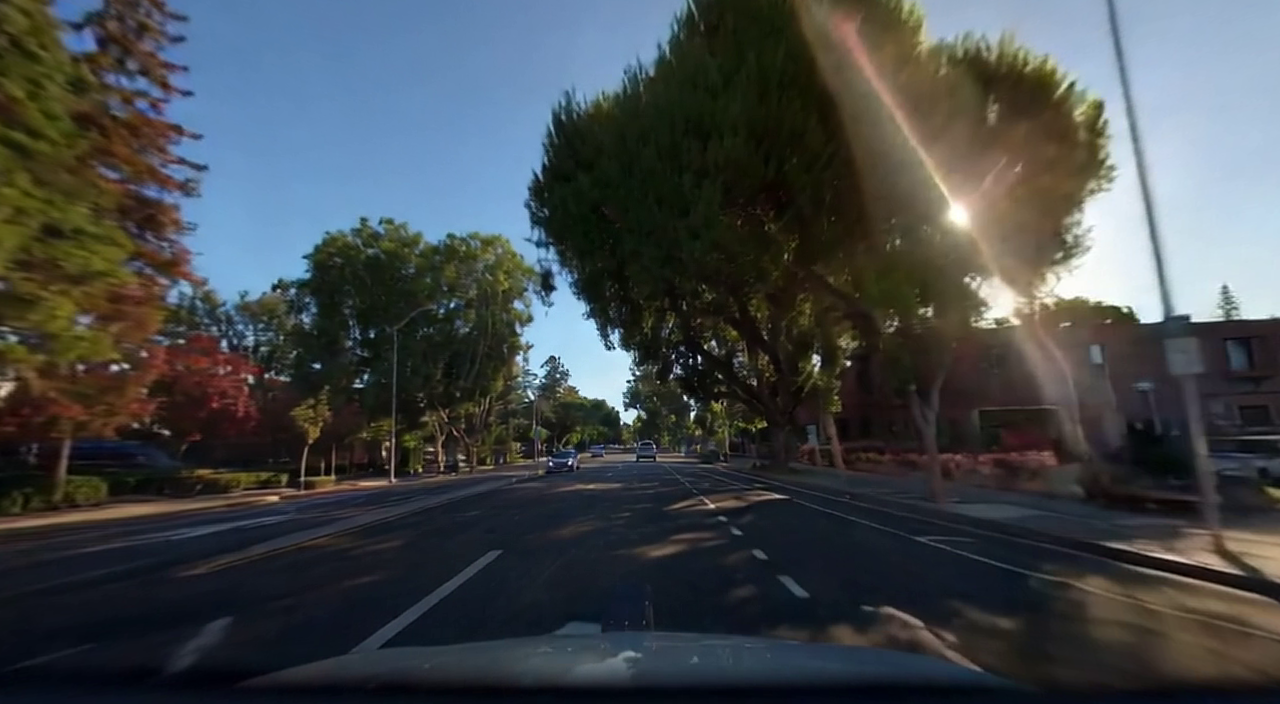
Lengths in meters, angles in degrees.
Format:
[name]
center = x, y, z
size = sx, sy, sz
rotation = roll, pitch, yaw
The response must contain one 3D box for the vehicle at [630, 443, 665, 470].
[vehicle]
center = 0.491, 6.841, 41.445
size = 2.200, 1.653, 4.127
rotation = 0, -8, 1
